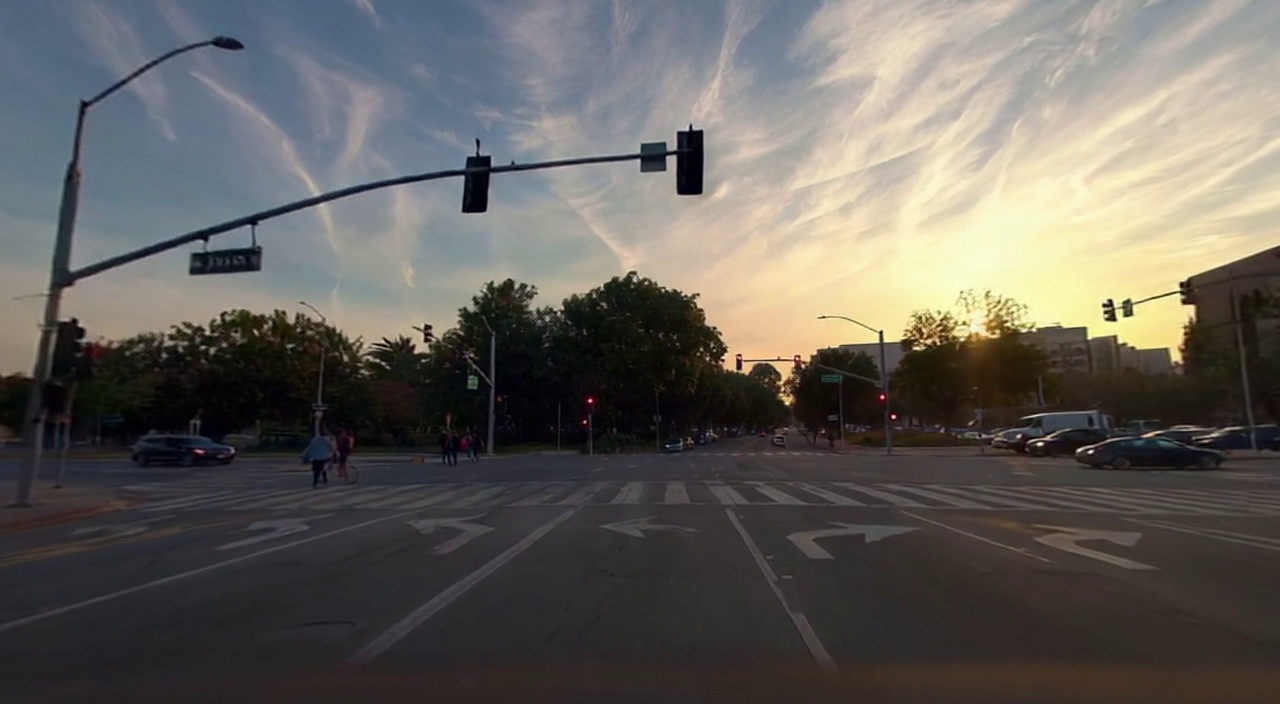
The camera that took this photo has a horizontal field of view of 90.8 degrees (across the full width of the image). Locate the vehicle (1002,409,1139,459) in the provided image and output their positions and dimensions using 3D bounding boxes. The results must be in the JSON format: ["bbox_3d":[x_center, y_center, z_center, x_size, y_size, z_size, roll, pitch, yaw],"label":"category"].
[{"bbox_3d":[24.941,4.833,36.860,5.855,2.746,2.523,-1,-9,7],"label":"vehicle"}]

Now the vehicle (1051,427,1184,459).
[{"bbox_3d":[22.992,4.435,30.600,4.740,1.464,1.876,-1,-9,6],"label":"vehicle"}]

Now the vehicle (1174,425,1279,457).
[{"bbox_3d":[33.415,5.012,35.418,4.896,1.729,1.952,-1,-9,7],"label":"vehicle"}]

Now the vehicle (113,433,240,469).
[{"bbox_3d":[-20.242,4.354,27.701,4.265,1.493,1.871,-1,-9,8],"label":"vehicle"}]
